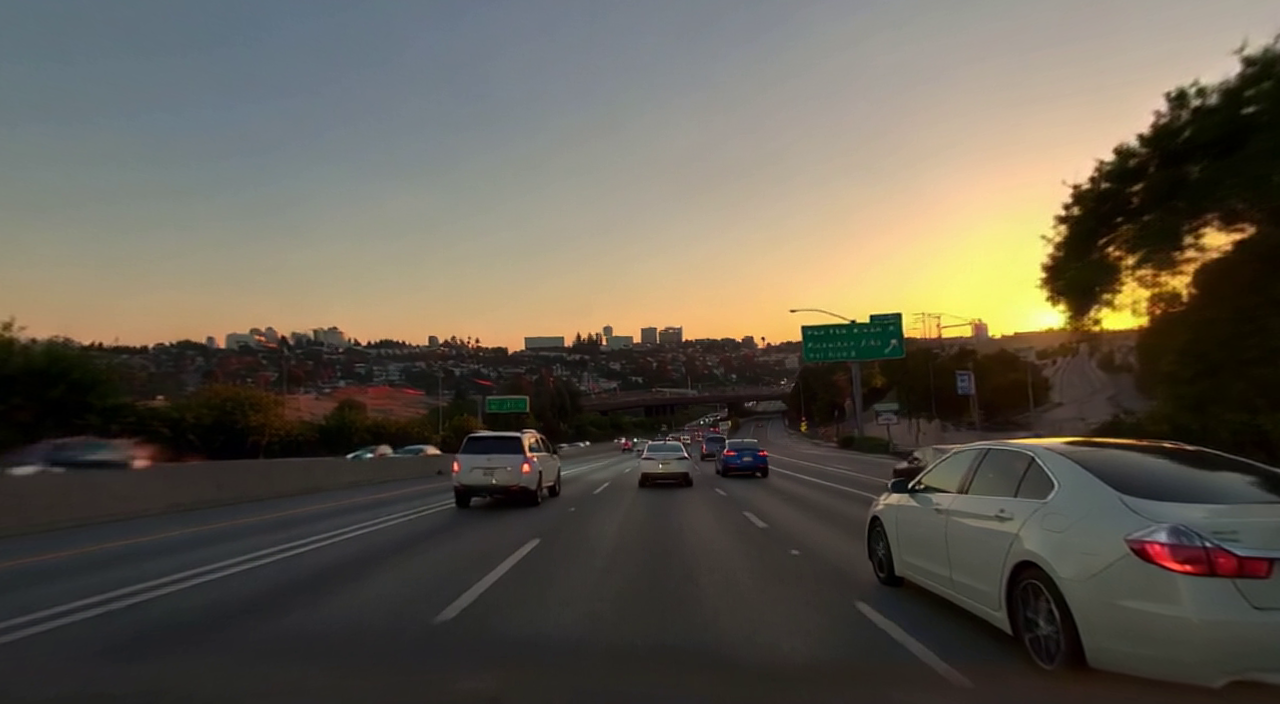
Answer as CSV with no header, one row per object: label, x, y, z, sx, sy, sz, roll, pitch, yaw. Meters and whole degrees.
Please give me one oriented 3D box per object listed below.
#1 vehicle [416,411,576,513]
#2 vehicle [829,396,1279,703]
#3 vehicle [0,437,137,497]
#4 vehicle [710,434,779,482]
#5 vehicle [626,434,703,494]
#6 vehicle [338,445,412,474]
vehicle,-3.094,2.565,15.057,2.434,1.965,5.305,0,-9,1
vehicle,3.029,1.241,4.385,2.009,1.489,4.559,0,-9,0
vehicle,-19.009,3.609,20.079,1.993,1.680,4.505,0,-9,3
vehicle,3.980,4.107,24.656,2.076,1.684,4.241,0,-9,2
vehicle,0.713,3.320,18.938,2.074,1.614,3.803,0,-9,2
vehicle,-14.841,6.030,35.537,1.881,1.502,4.680,-1,-9,3
